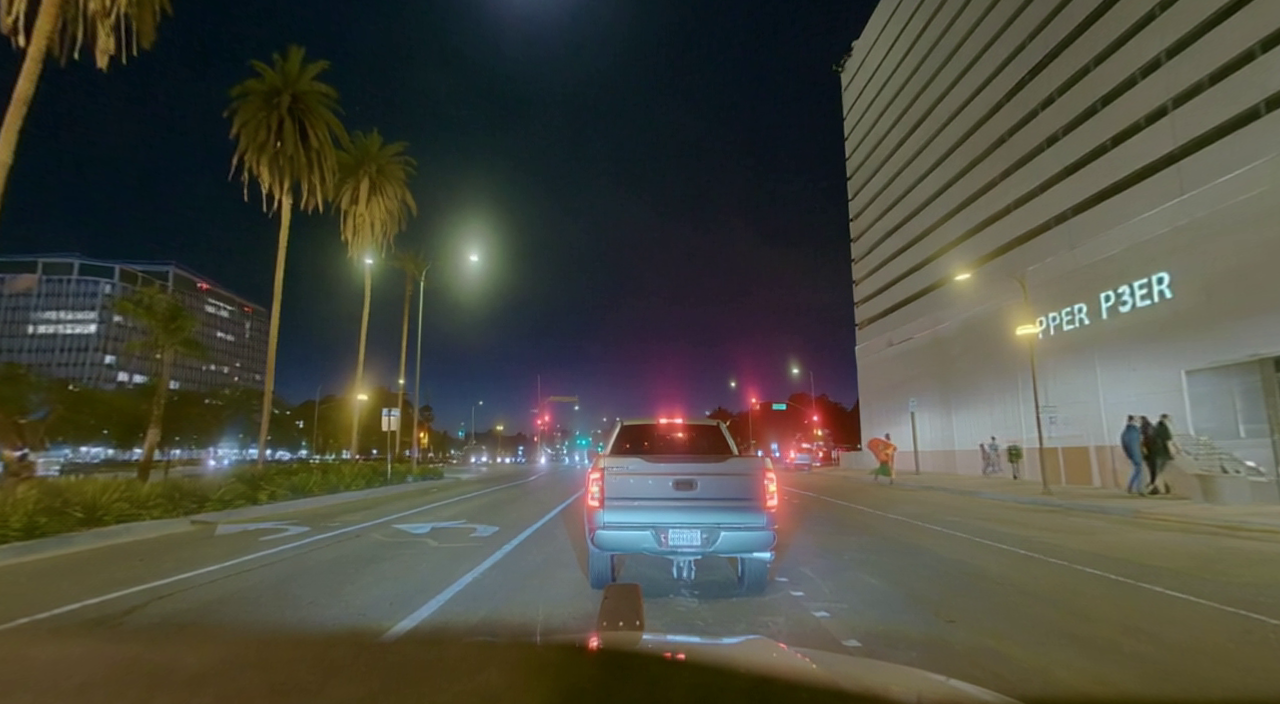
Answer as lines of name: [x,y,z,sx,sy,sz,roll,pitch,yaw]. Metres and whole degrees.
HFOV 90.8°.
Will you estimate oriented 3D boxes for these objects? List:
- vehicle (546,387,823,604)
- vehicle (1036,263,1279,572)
vehicle: [0.407,1.595,8.010,2.311,1.819,5.255,0,-8,1]
vehicle: [7.871,0.906,8.580,2.666,3.345,3.622,-1,-9,7]
